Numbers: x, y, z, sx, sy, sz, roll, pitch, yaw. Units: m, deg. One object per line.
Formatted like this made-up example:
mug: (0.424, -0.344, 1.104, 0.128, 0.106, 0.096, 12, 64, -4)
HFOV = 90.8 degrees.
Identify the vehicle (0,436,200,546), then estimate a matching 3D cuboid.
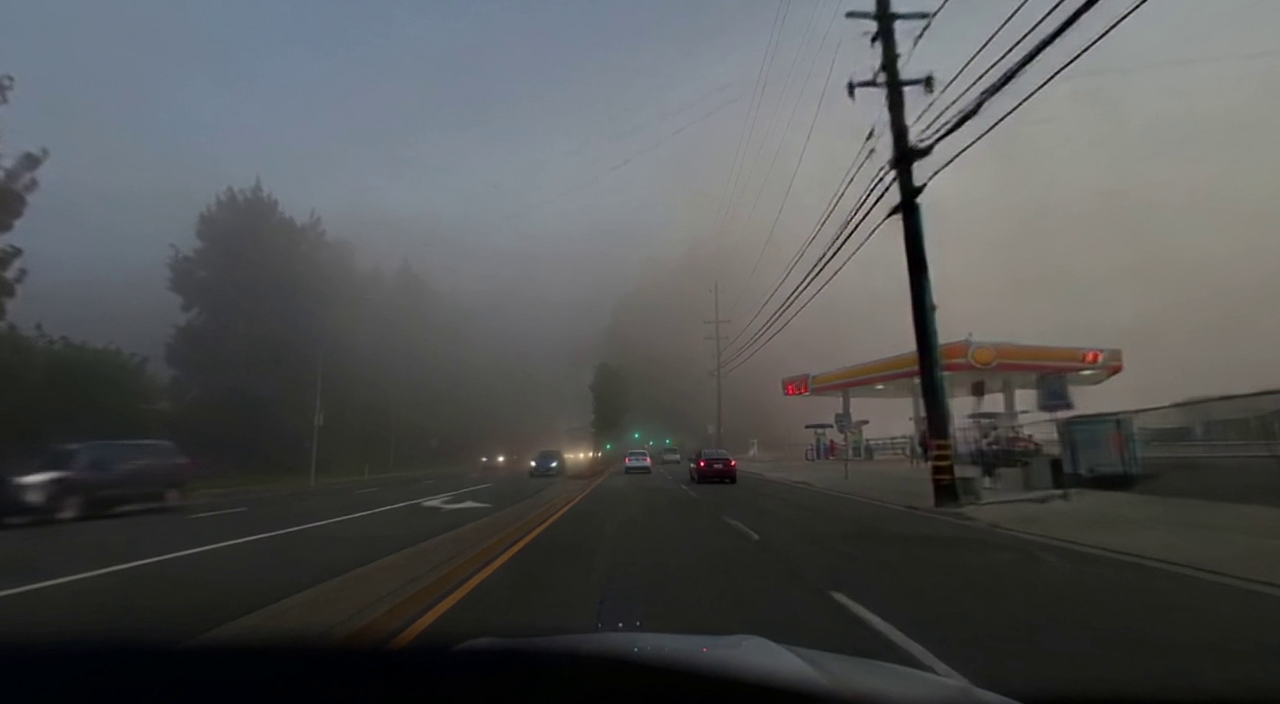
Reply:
vehicle: (-11.662, 2.655, 12.786, 2.165, 1.810, 4.607, -1, -8, 0)

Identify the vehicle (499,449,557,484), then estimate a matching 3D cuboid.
vehicle: (-5.172, 5.331, 29.778, 2.032, 1.487, 4.413, 0, -8, -1)

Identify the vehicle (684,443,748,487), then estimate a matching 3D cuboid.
vehicle: (3.022, 4.580, 25.988, 1.990, 1.592, 4.294, 0, -8, -1)

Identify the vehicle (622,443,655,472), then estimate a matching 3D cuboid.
vehicle: (-0.120, 7.096, 42.768, 2.163, 1.825, 4.073, -1, -8, -1)
